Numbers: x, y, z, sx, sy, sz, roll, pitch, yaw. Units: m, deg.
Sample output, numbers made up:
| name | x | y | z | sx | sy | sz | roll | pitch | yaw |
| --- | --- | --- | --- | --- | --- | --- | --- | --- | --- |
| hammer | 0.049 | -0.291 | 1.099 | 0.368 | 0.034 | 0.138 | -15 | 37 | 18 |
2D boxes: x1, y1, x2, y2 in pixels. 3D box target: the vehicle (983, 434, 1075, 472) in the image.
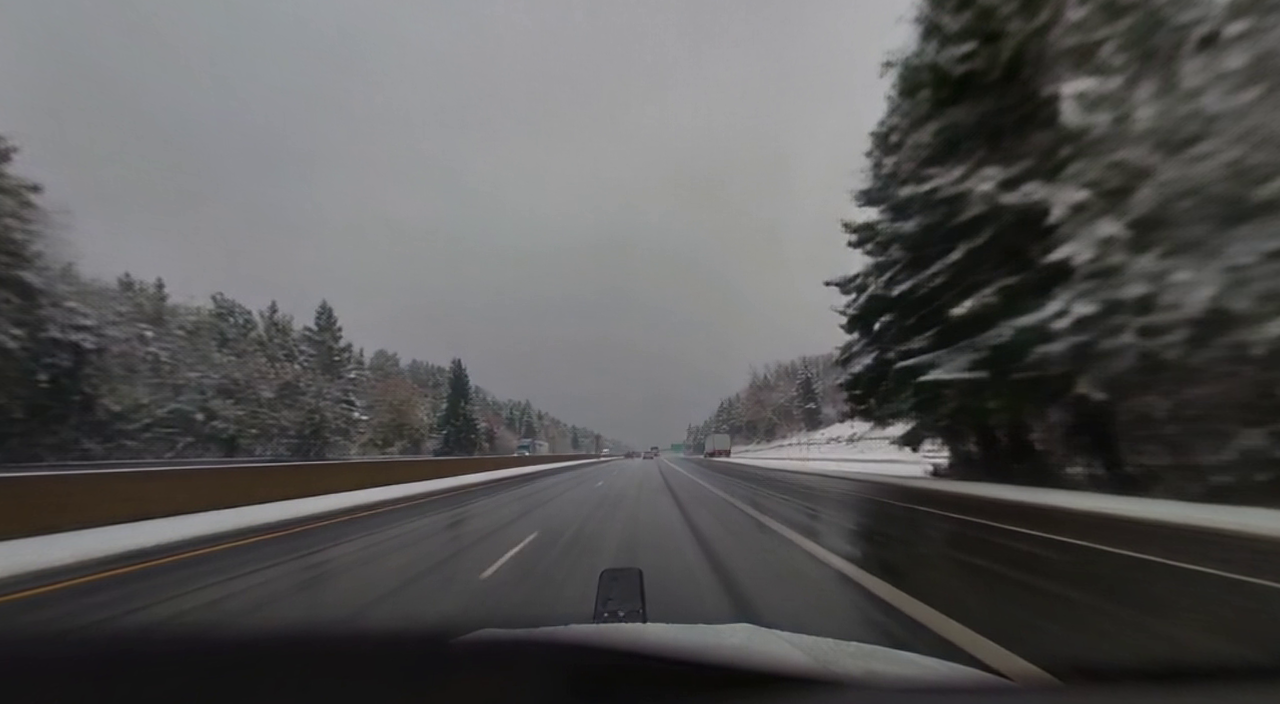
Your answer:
| name | x | y | z | sx | sy | sz | roll | pitch | yaw |
| --- | --- | --- | --- | --- | --- | --- | --- | --- | --- |
| vehicle | 20.083 | 5.225 | 32.743 | 2.038 | 1.823 | 3.744 | 1 | -9 | -8 |
